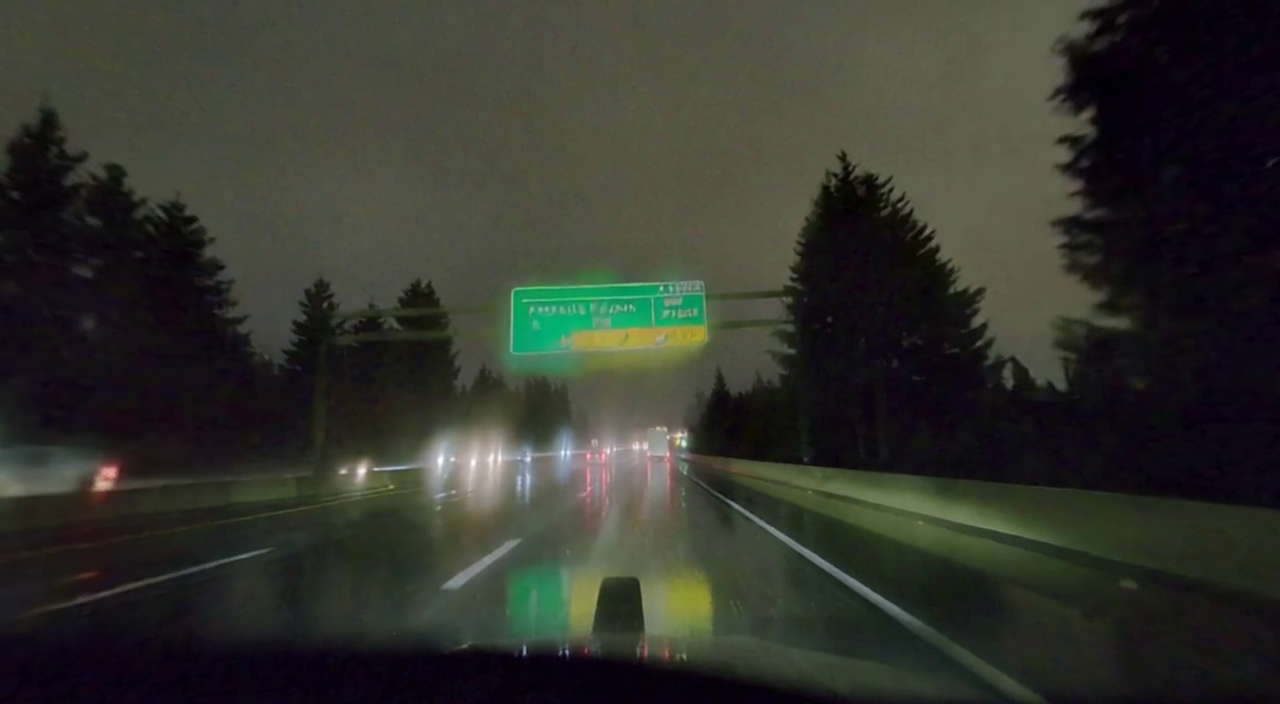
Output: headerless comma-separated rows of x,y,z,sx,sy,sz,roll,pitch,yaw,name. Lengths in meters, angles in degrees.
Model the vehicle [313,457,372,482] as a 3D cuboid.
-19.349,7.618,40.902,1.800,1.493,3.928,0,-9,2,vehicle
